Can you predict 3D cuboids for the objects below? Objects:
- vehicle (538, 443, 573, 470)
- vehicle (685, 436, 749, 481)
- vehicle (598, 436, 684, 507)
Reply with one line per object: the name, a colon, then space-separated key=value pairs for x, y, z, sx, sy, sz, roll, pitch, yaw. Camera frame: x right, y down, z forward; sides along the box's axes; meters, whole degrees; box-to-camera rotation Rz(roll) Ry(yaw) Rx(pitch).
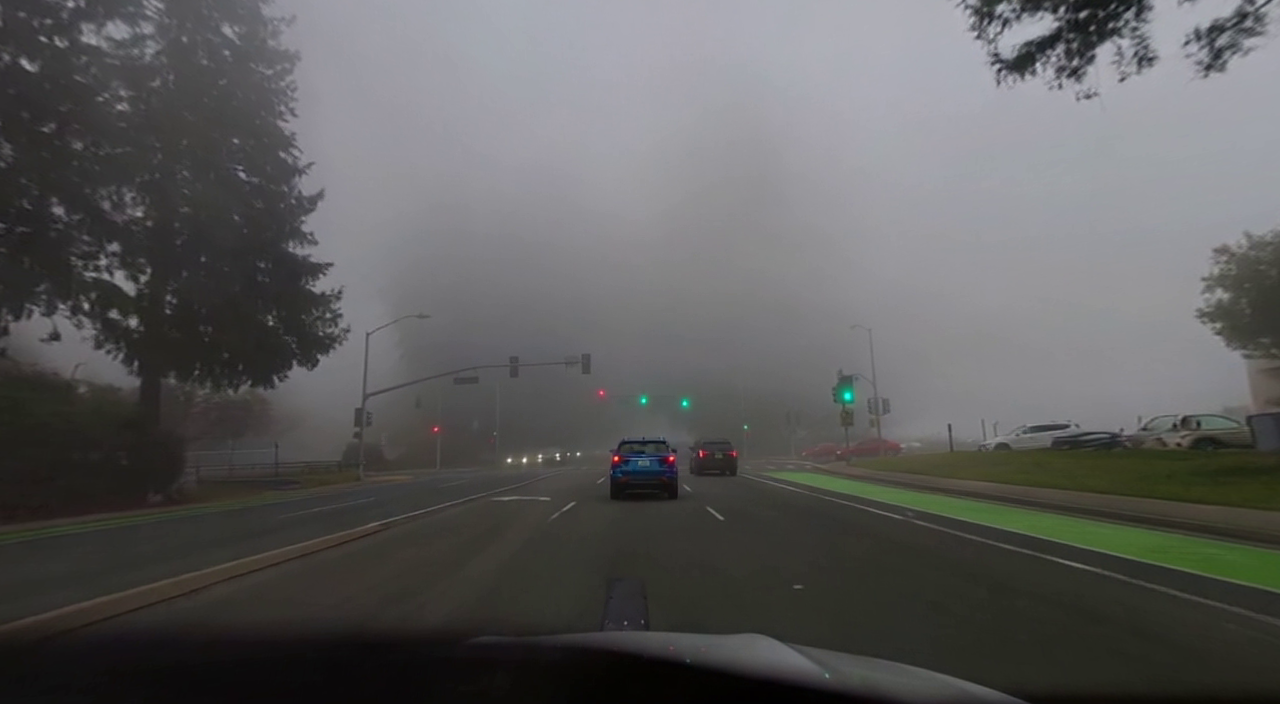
vehicle: x=-6.351 y=7.881 z=47.851 sx=1.949 sy=1.891 sz=4.439 roll=0 pitch=-8 yaw=1
vehicle: x=3.283 y=4.655 z=27.783 sx=2.189 sy=1.815 sz=4.495 roll=0 pitch=-8 yaw=0
vehicle: x=0.025 y=3.238 z=17.528 sx=2.109 sy=1.730 sz=3.963 roll=0 pitch=-8 yaw=0
